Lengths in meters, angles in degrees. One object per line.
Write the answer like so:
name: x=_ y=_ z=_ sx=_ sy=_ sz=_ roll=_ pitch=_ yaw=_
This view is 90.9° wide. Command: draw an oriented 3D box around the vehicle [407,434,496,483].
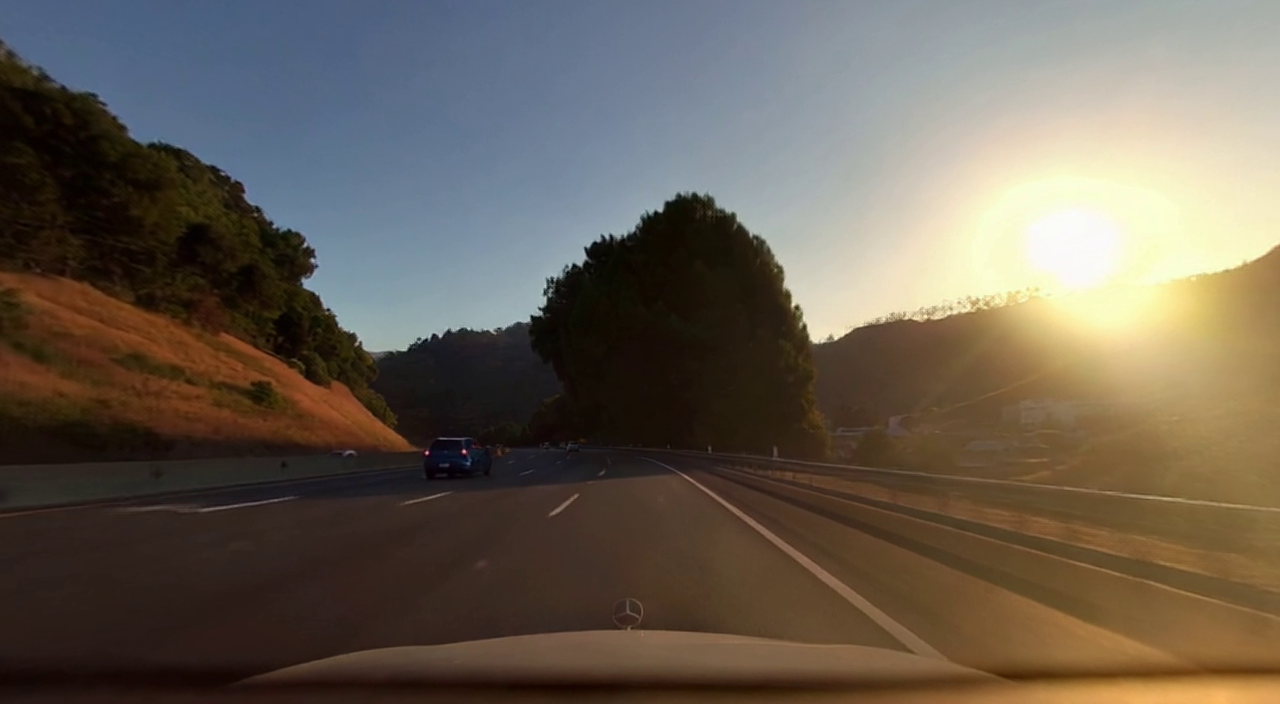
vehicle: x=-7.251 y=4.143 z=24.784 sx=2.046 sy=1.712 sz=4.533 roll=0 pitch=-8 yaw=0
